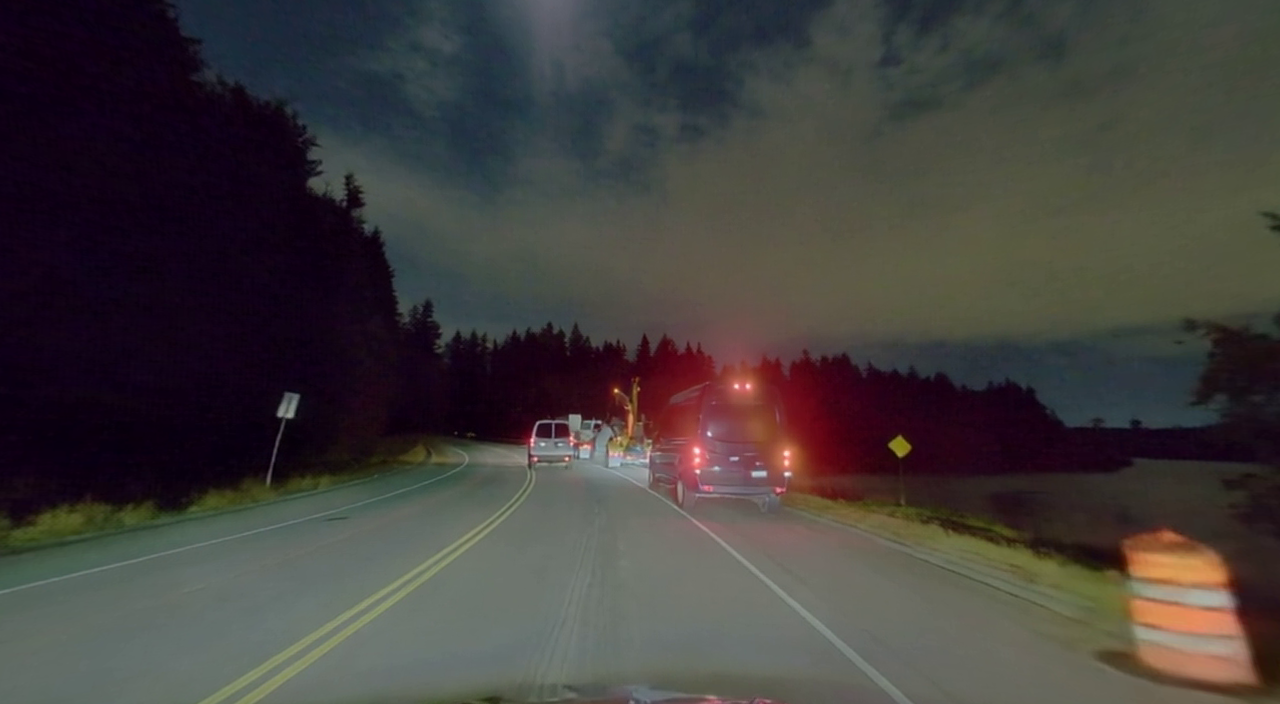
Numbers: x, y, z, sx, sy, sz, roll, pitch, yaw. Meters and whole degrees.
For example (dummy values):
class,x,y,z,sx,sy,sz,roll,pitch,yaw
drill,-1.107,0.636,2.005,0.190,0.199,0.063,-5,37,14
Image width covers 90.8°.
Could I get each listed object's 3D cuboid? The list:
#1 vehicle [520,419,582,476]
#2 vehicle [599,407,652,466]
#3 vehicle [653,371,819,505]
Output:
class,x,y,z,sx,sy,sz,roll,pitch,yaw
vehicle,-3.996,4.176,27.720,2.362,2.223,4.892,2,-9,-11
vehicle,-0.886,4.721,35.024,2.703,3.066,4.047,1,-9,-5
vehicle,2.498,2.697,20.130,3.126,3.310,8.534,1,-8,-6
